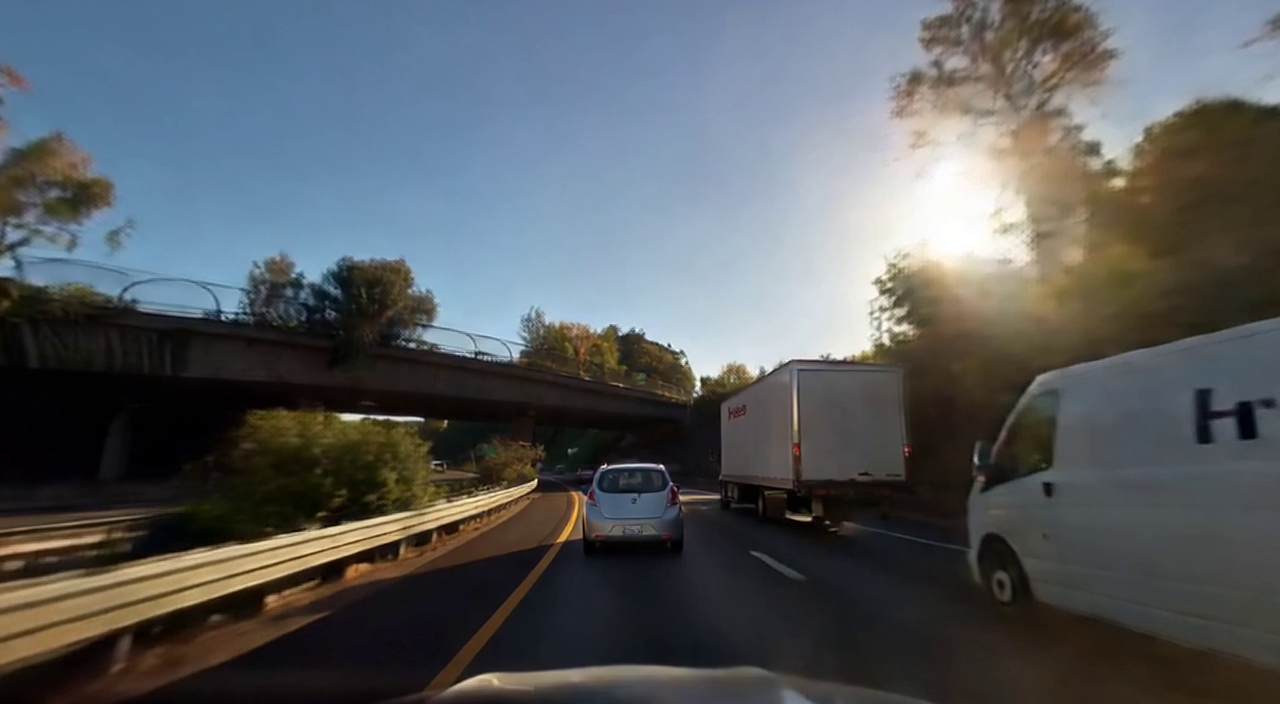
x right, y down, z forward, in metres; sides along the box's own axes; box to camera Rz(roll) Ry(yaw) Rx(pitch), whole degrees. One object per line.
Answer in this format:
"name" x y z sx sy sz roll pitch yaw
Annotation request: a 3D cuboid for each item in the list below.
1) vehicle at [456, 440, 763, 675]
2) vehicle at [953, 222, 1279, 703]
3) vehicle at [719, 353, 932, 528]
"vehicle" -0.244 1.665 5.881 1.980 1.493 3.410 1 -11 -2
"vehicle" 4.190 0.749 3.312 2.328 2.537 5.290 1 -11 1
"vehicle" 4.936 3.028 20.068 2.936 3.972 11.144 1 -11 -2
